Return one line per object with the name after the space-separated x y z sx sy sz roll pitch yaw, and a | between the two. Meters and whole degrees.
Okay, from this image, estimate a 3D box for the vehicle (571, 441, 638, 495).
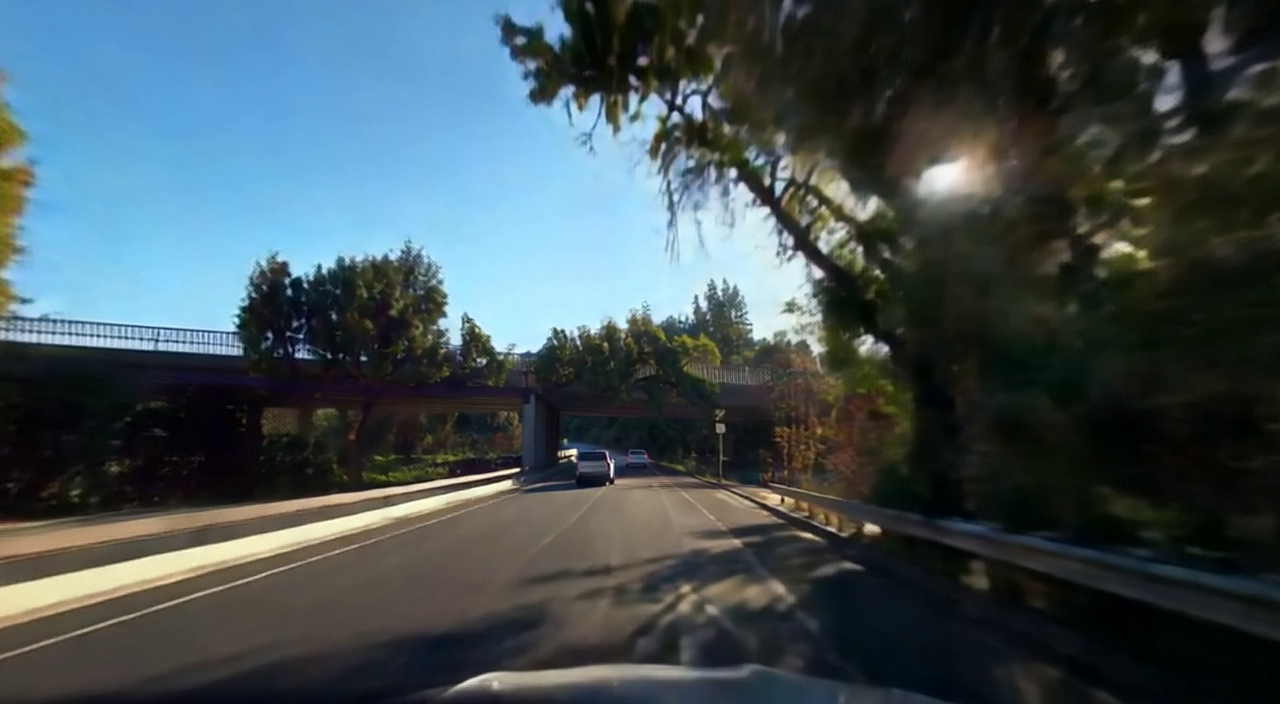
-1.171 3.822 21.036 2.037 1.601 3.643 0 -9 -3 | vehicle
